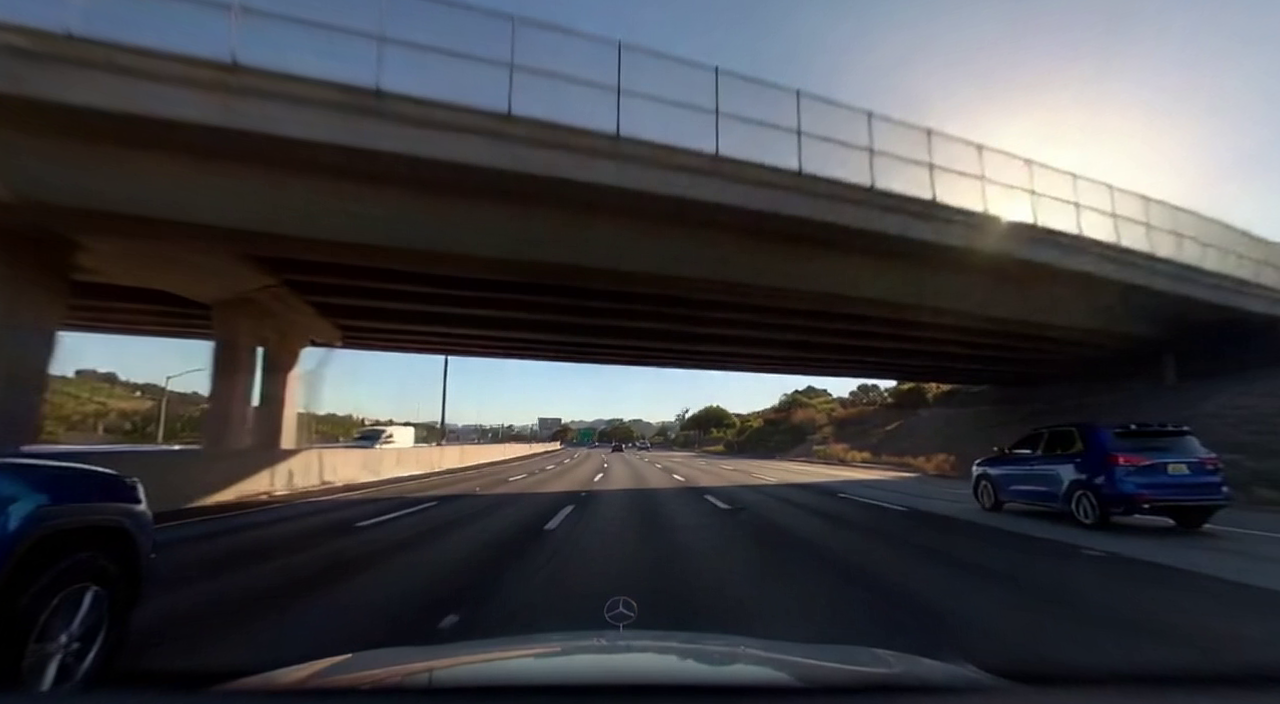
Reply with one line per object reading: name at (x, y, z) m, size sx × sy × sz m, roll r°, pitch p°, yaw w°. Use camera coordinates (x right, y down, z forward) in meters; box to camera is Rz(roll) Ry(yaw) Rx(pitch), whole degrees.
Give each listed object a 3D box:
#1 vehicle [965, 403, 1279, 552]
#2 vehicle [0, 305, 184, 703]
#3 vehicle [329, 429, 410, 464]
vehicle at (7.192, 1.781, 9.563) m, size 2.091 × 1.711 × 4.383 m, roll 0°, pitch -9°, yaw -1°
vehicle at (-3.915, 0.528, 1.462) m, size 2.164 × 1.840 × 4.688 m, roll 0°, pitch -9°, yaw 0°
vehicle at (-15.861, 5.597, 37.300) m, size 2.283 × 1.920 × 5.625 m, roll 0°, pitch -9°, yaw 0°
